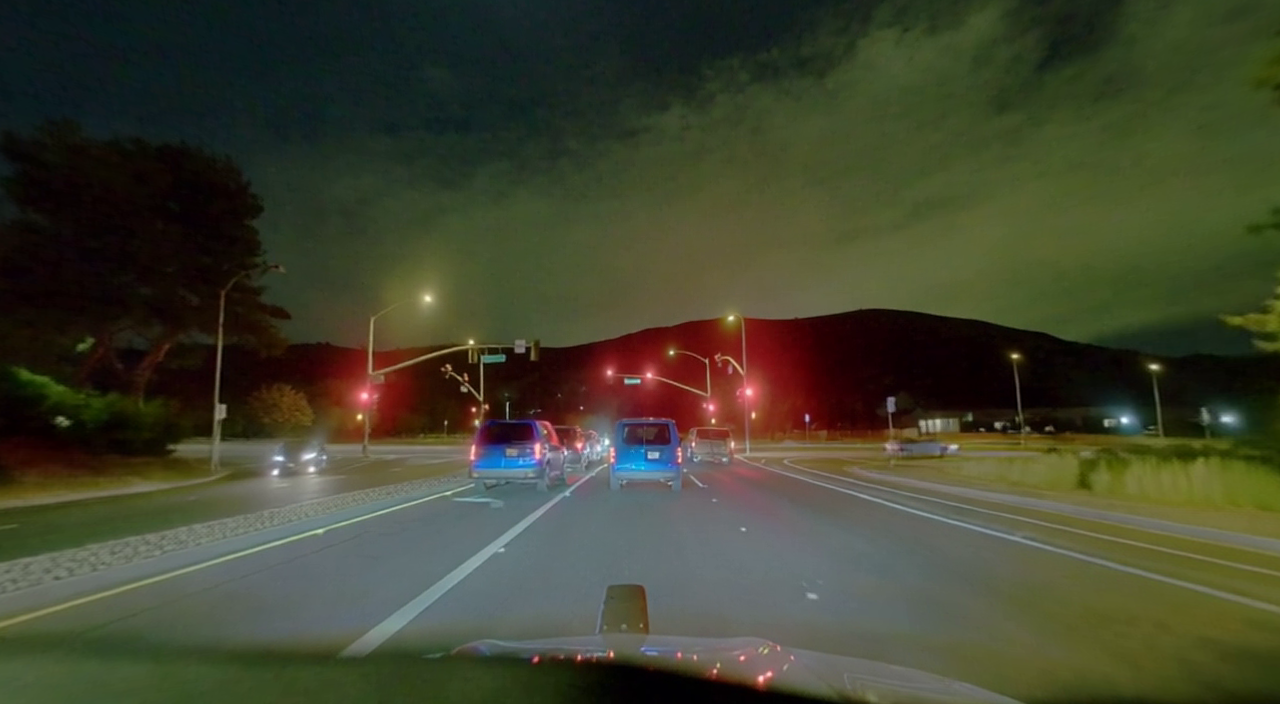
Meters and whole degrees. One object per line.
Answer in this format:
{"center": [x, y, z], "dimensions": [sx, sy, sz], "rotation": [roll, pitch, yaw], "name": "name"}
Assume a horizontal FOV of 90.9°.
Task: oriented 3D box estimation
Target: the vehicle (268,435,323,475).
{"center": [-16.475, 4.884, 30.168], "dimensions": [2.053, 1.754, 4.717], "rotation": [4, -9, -28], "name": "vehicle"}

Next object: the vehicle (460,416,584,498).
{"center": [-2.783, 2.640, 16.116], "dimensions": [2.131, 1.783, 4.540], "rotation": [0, -8, 2], "name": "vehicle"}

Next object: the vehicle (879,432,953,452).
{"center": [21.605, 7.064, 49.451], "dimensions": [4.914, 1.470, 1.803], "rotation": [0, -8, 2], "name": "vehicle"}

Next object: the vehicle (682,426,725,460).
{"center": [3.247, 4.736, 32.818], "dimensions": [1.817, 1.662, 3.843], "rotation": [0, -8, -1], "name": "vehicle"}

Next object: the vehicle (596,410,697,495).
{"center": [0.191, 2.514, 15.966], "dimensions": [2.185, 1.822, 4.391], "rotation": [0, -8, 2], "name": "vehicle"}
